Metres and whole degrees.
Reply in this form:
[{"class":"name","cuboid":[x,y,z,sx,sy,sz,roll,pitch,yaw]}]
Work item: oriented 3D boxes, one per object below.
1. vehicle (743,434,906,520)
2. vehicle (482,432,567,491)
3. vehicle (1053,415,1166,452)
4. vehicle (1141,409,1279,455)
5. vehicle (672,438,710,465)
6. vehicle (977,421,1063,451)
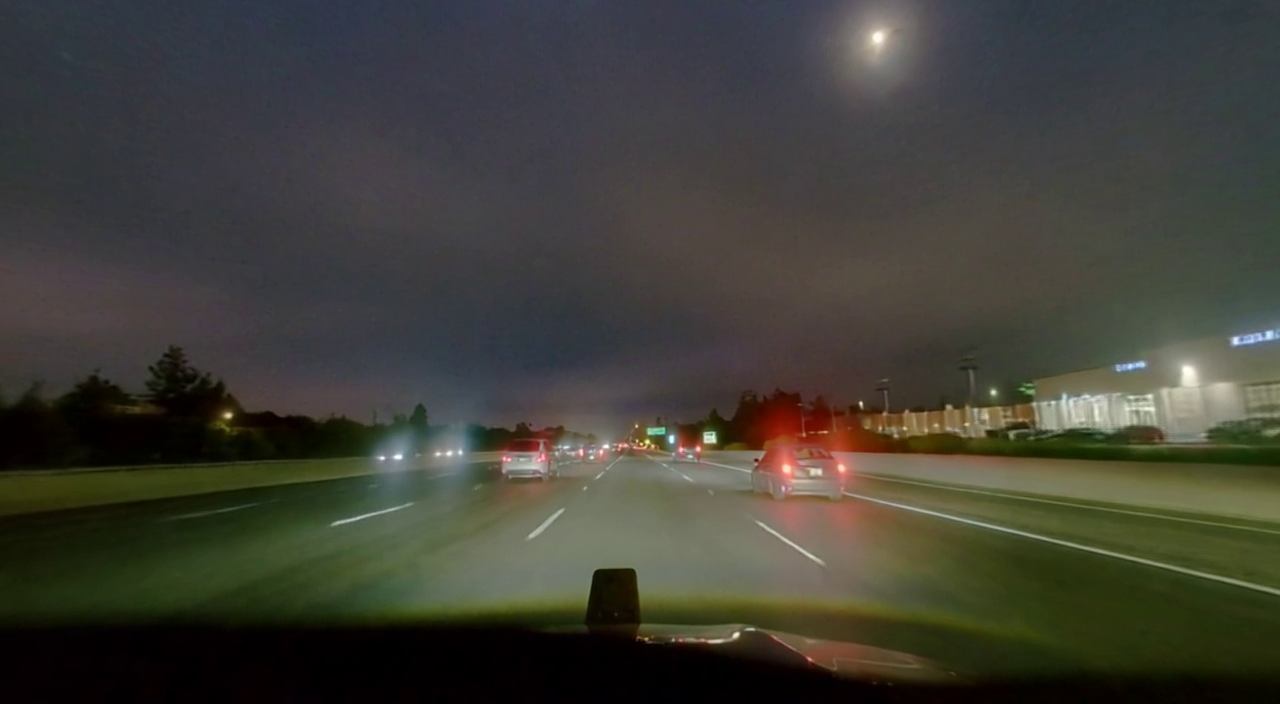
[{"class":"vehicle","cuboid":[3.667,2.573,13.599,1.957,1.510,4.643,0,-8,-2]},{"class":"vehicle","cuboid":[-3.758,3.657,21.400,1.987,1.765,4.508,0,-8,0]},{"class":"vehicle","cuboid":[27.640,4.940,37.572,2.088,1.999,5.981,-1,-9,0]},{"class":"vehicle","cuboid":[27.689,3.922,30.387,2.212,1.977,5.953,-1,-9,-1]},{"class":"vehicle","cuboid":[3.597,7.130,45.352,2.198,1.807,4.530,0,-9,-2]},{"class":"vehicle","cuboid":[27.394,6.165,45.904,2.176,1.975,6.444,-1,-9,-1]}]
